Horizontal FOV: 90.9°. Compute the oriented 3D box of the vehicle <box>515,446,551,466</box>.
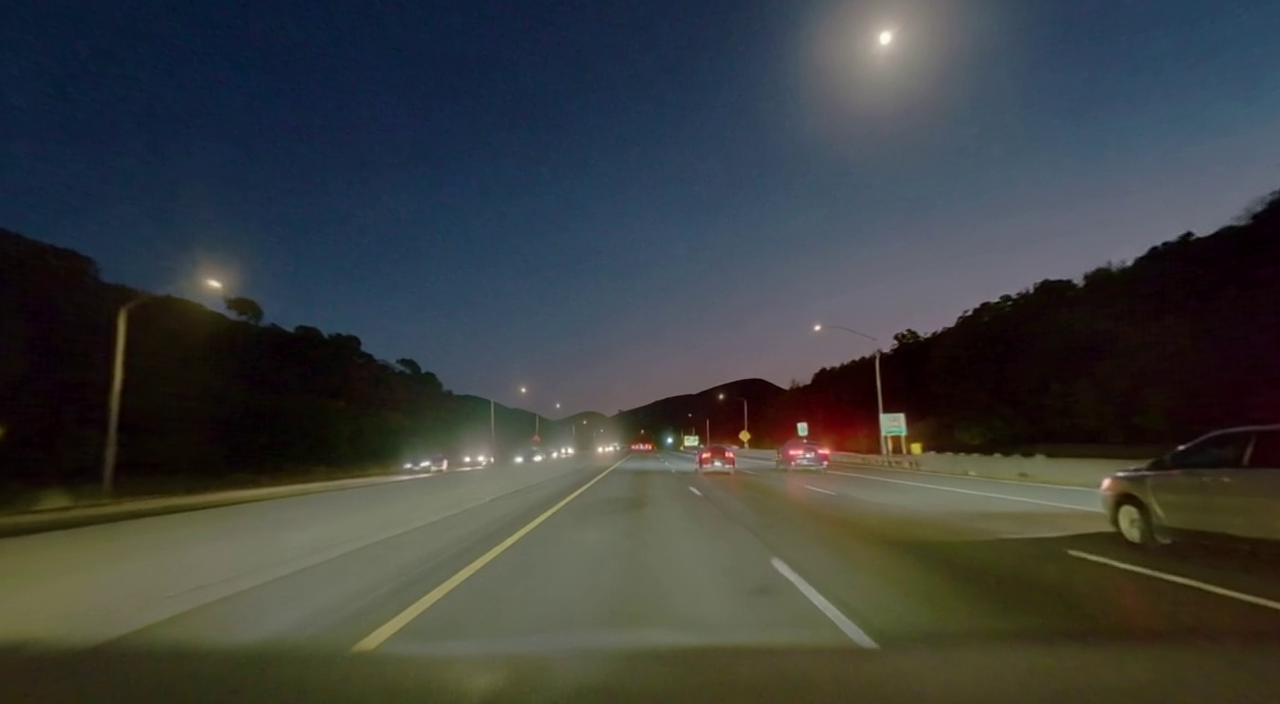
[{"bbox_3d":[-8.295,8.068,49.126,1.949,1.488,4.526,-1,-8,1],"label":"vehicle"}]

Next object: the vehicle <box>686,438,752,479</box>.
[{"bbox_3d":[2.972,4.129,24.658,2.044,1.444,4.216,0,-8,0],"label":"vehicle"}]

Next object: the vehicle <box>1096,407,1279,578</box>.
[{"bbox_3d":[6.779,1.240,5.537,1.988,1.530,4.777,0,-8,0],"label":"vehicle"}]

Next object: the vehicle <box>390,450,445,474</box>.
[{"bbox_3d":[-15.545,7.700,44.362,2.136,1.479,4.748,-1,-8,1],"label":"vehicle"}]
